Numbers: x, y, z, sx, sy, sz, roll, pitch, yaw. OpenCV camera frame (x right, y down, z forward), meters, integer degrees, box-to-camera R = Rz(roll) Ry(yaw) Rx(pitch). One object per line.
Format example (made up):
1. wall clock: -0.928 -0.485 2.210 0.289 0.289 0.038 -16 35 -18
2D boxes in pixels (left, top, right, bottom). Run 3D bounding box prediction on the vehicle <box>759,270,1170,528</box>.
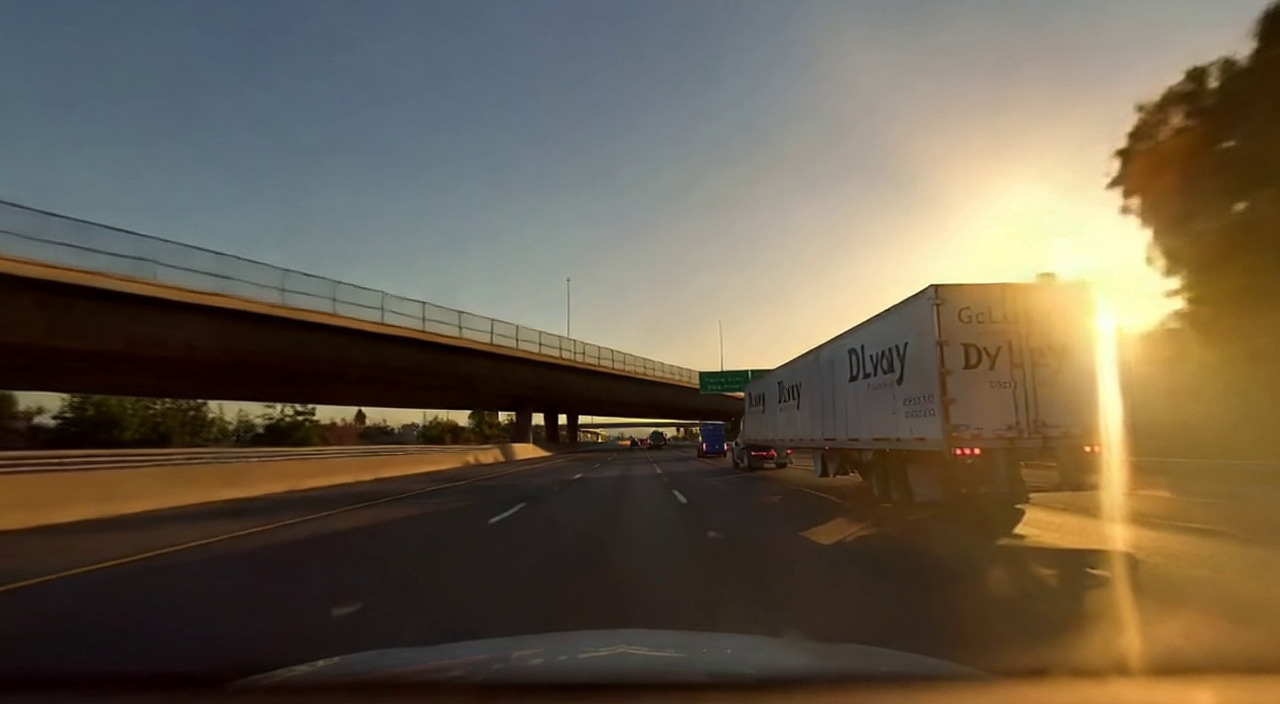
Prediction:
1. vehicle: 6.400 1.842 17.718 2.962 3.947 16.241 0 -8 0
